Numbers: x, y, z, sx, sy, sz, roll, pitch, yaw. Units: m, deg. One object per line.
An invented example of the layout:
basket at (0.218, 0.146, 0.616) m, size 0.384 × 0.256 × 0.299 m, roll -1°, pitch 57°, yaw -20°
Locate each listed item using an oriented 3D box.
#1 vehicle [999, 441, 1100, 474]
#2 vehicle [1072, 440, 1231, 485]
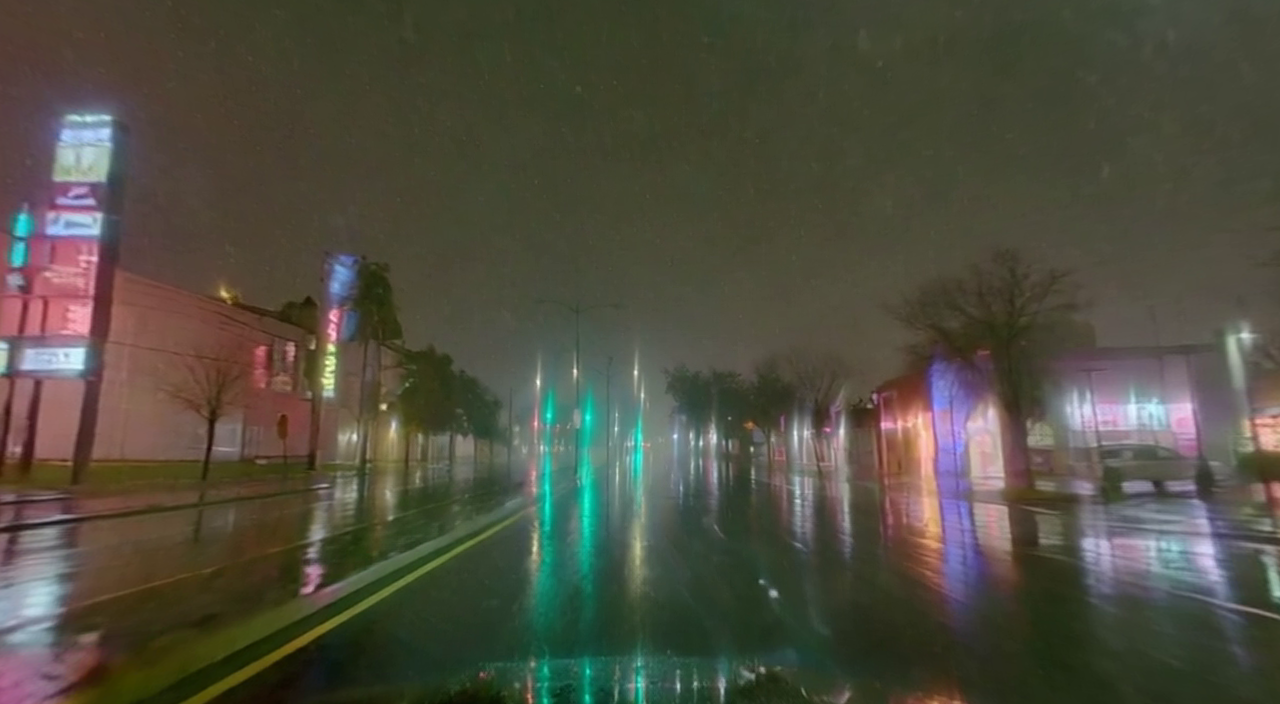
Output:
vehicle at (21.219, 5.497, 32.987) m, size 1.981 × 1.575 × 4.376 m, roll 0°, pitch -9°, yaw -6°
vehicle at (19.878, 4.286, 24.680) m, size 4.468 × 1.635 × 2.017 m, roll 0°, pitch -8°, yaw -2°
